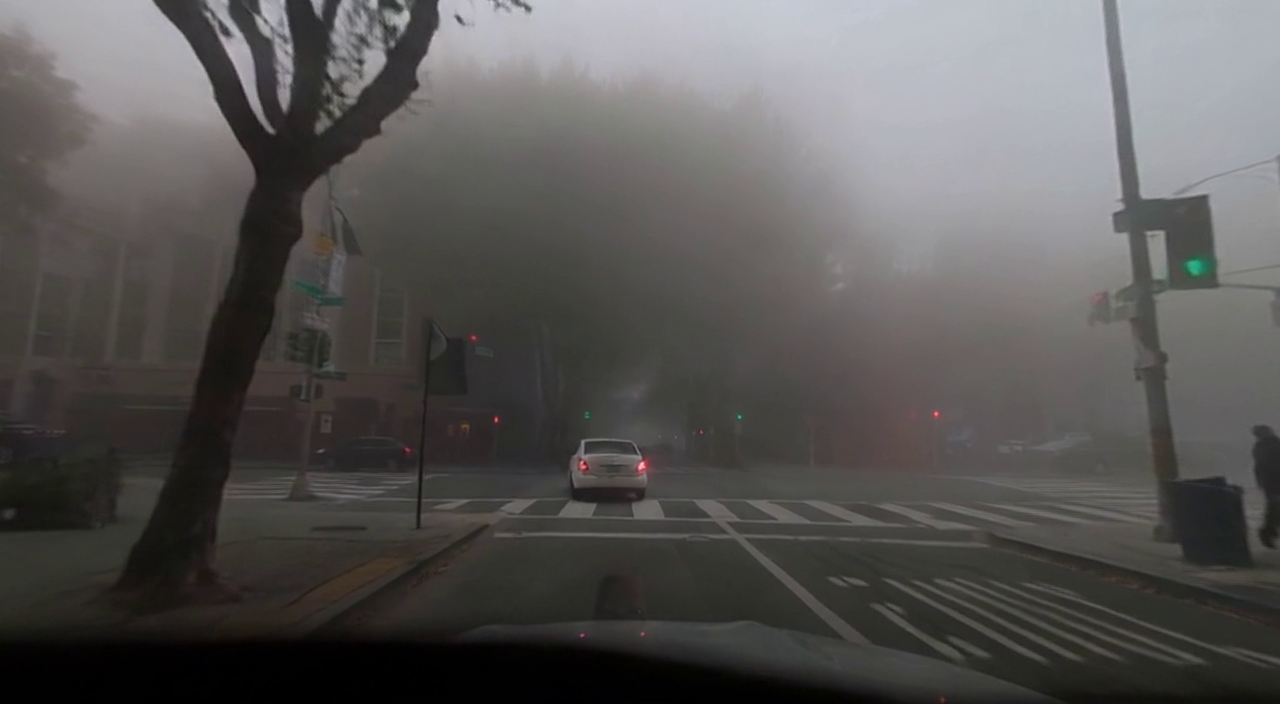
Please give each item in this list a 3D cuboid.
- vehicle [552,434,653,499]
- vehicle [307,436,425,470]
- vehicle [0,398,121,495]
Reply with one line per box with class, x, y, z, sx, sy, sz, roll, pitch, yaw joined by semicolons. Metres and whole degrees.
vehicle;-1.157;3.024;17.054;2.106;1.482;4.459;2;-9;-11
vehicle;-12.480;4.594;28.879;4.627;1.468;1.871;-2;-9;11
vehicle;-17.933;2.520;16.853;5.858;2.396;2.319;0;-9;-3
